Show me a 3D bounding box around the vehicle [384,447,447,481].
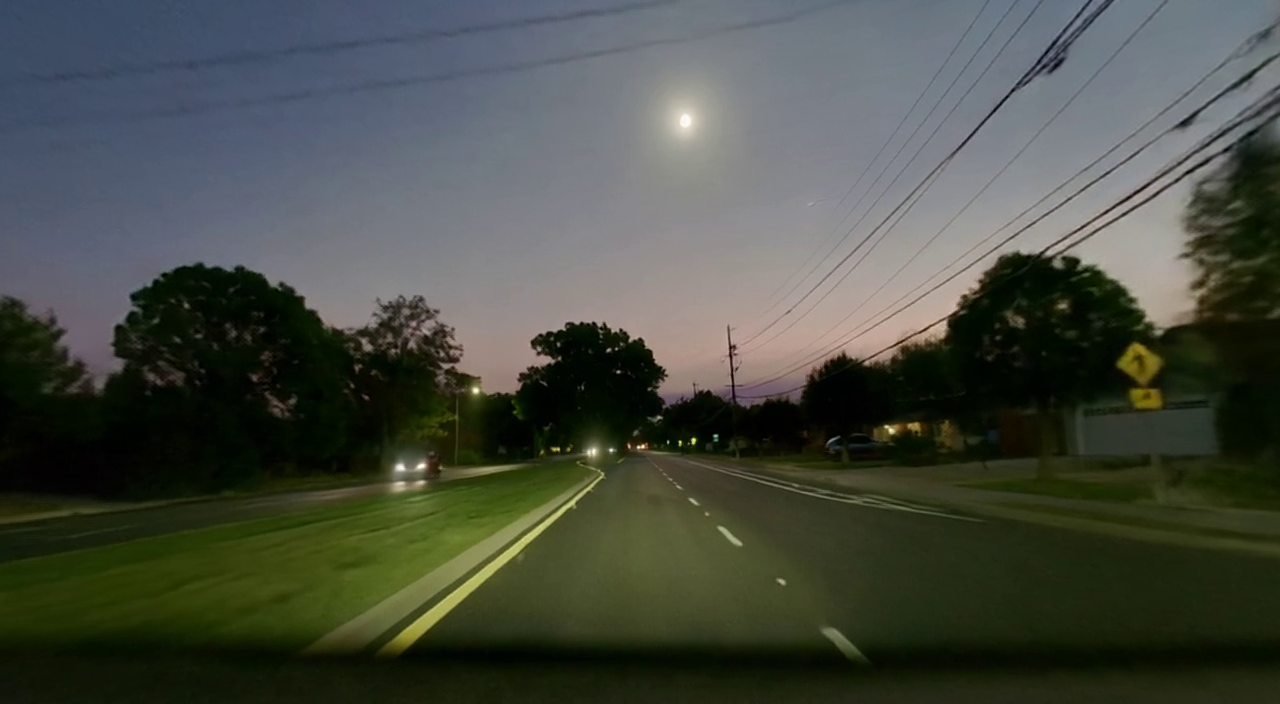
[{"bbox_3d":[-13.503,6.724,38.361,2.112,1.847,4.765,0,-8,-1],"label":"vehicle"}]
